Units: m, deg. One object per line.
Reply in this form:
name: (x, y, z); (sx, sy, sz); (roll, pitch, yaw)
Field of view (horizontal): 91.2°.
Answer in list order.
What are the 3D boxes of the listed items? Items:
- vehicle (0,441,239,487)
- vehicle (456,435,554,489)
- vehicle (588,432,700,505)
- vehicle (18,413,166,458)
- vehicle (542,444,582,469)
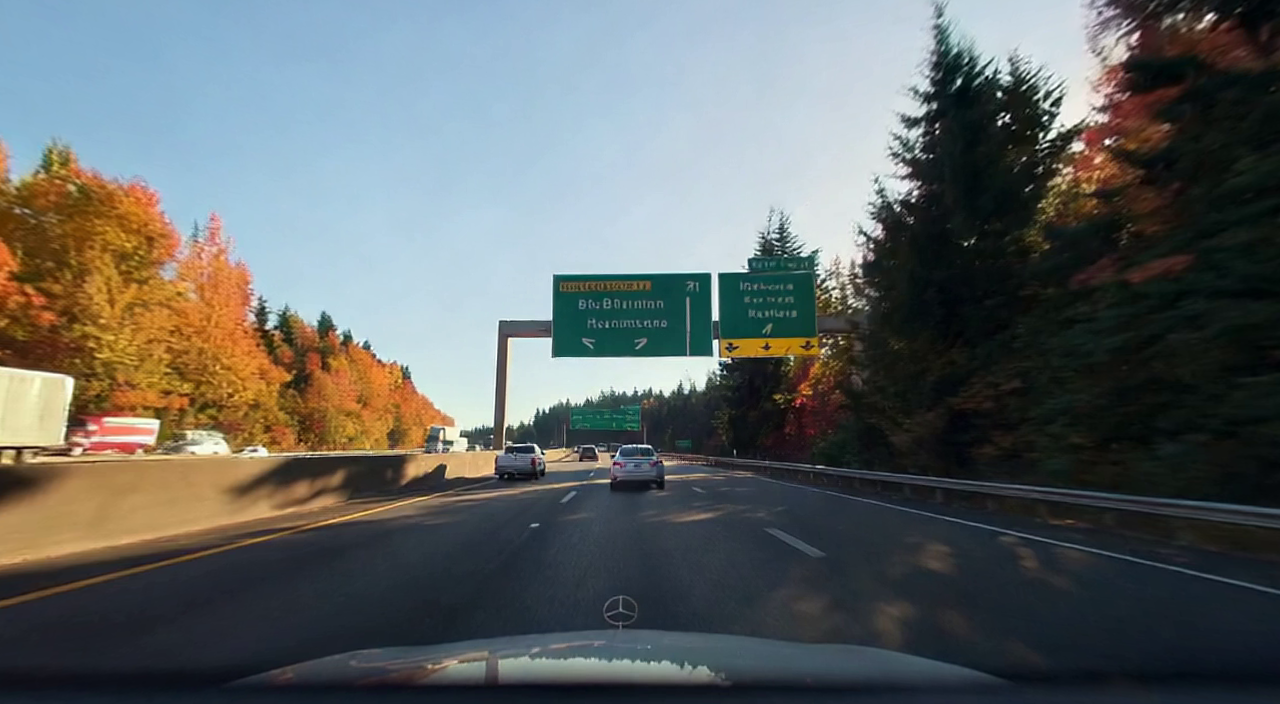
vehicle: (-22.561, 4.566, 26.125); (2.781, 1.486, 14.211); (0, -9, -1)
vehicle: (-4.547, 3.792, 21.855); (2.545, 1.679, 4.267); (0, -9, -1)
vehicle: (0.058, 3.050, 16.775); (2.634, 1.679, 4.070); (0, -9, -1)
vehicle: (-22.459, 3.496, 25.982); (2.106, 1.702, 4.413); (0, -9, 0)
vehicle: (-5.038, 6.821, 41.054); (2.173, 1.561, 4.130); (0, -9, -1)
